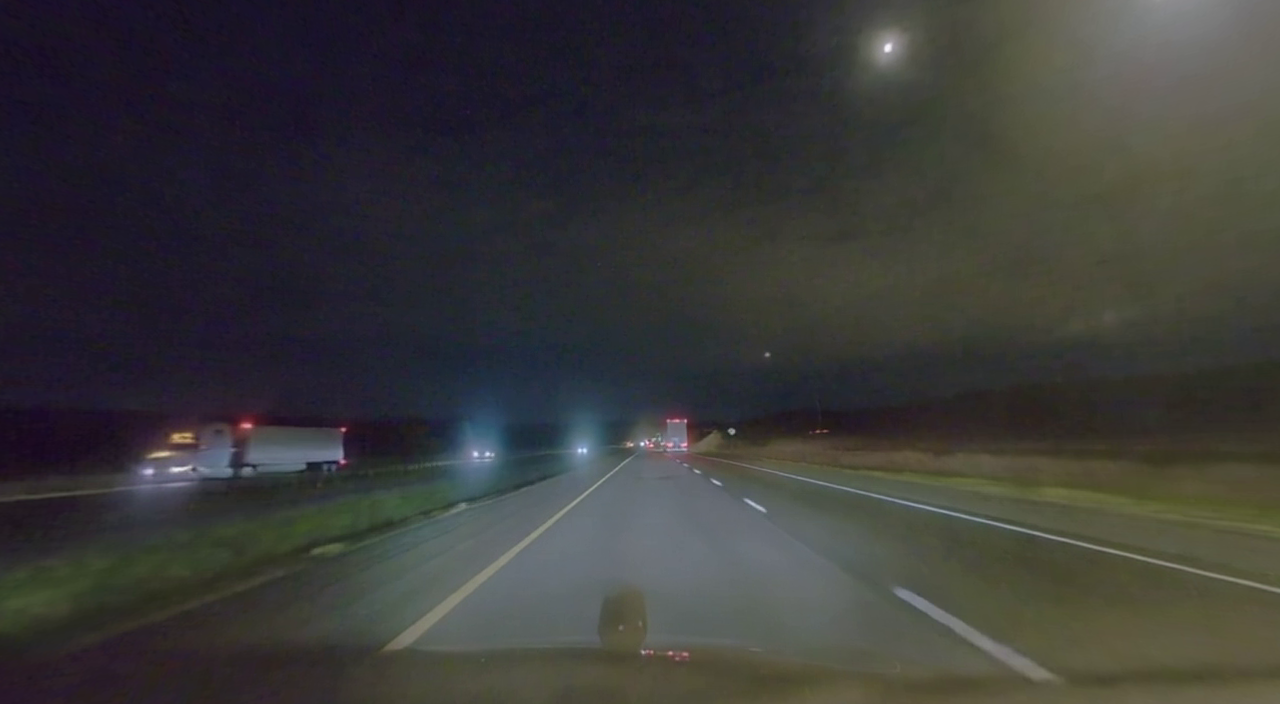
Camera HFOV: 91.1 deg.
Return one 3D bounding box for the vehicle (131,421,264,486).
[{"bbox_3d":[-32.081,7.403,46.183,3.095,4.280,8.662,0,-8,2],"label":"vehicle"}]
